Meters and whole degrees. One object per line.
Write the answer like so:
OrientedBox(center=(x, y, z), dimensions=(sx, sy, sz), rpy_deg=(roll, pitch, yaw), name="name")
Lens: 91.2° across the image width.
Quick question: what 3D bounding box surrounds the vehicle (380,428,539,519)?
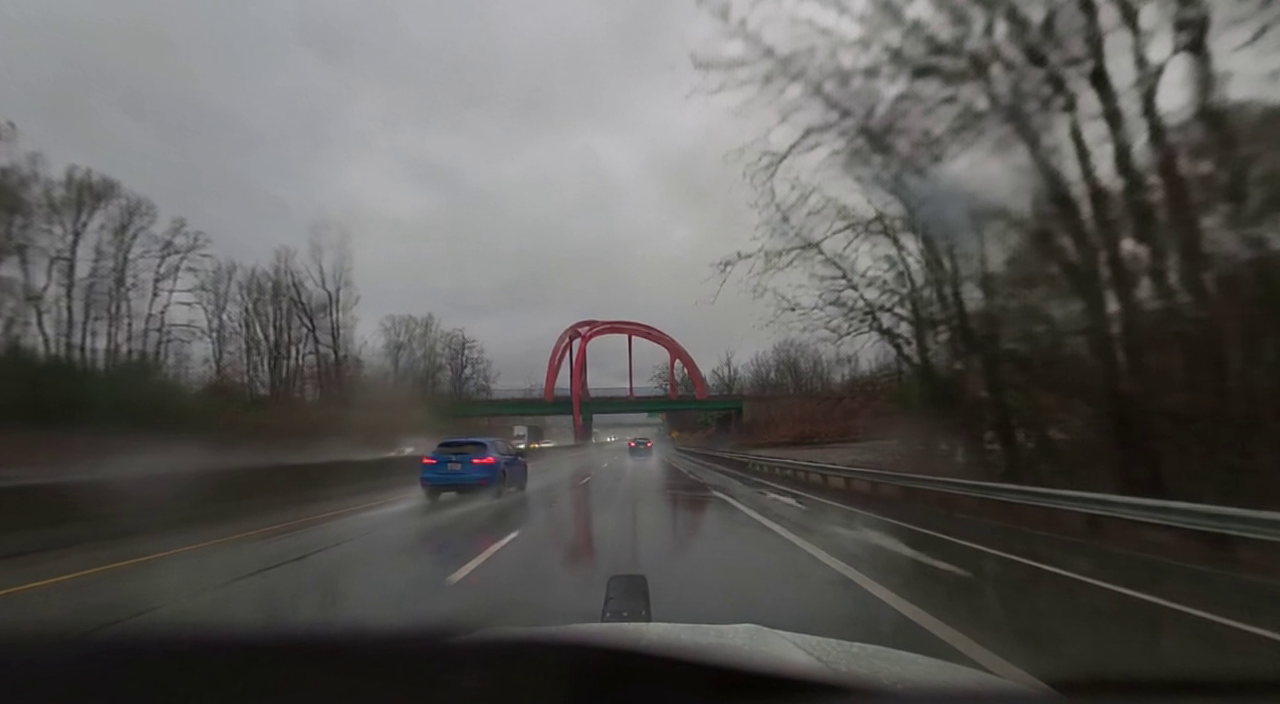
OrientedBox(center=(-3.528, 2.463, 13.264), dimensions=(2.052, 1.556, 4.405), rpy_deg=(0, -8, 0), name="vehicle")
